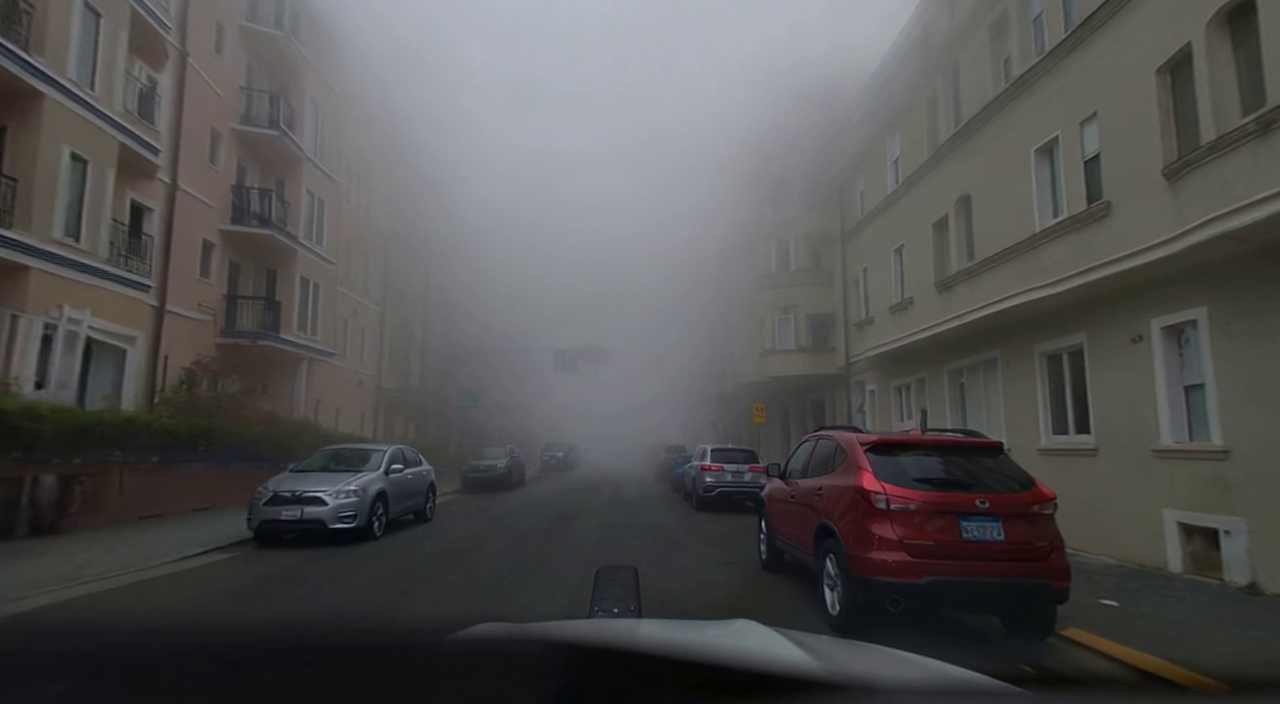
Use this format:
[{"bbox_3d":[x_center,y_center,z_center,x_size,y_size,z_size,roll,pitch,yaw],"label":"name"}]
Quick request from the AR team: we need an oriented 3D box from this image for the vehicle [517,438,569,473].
[{"bbox_3d":[-4.789,5.214,31.754,1.872,1.484,3.978,5,-9,1],"label":"vehicle"}]

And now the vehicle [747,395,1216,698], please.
[{"bbox_3d":[2.253,1.354,5.555,1.839,1.678,3.918,0,-8,-1],"label":"vehicle"}]

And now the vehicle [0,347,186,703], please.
[{"bbox_3d":[-2.588,0.609,0.482,1.845,1.544,3.388,0,-8,2],"label":"vehicle"}]

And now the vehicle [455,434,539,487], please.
[{"bbox_3d":[-4.847,3.750,21.916,1.942,1.521,3.761,5,-9,0],"label":"vehicle"}]

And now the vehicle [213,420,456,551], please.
[{"bbox_3d":[-4.537,2.068,10.280,1.883,1.499,4.426,6,-10,-3],"label":"vehicle"}]

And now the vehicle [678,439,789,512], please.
[{"bbox_3d":[2.008,2.779,14.807,1.786,1.447,4.314,0,-8,-2],"label":"vehicle"}]
